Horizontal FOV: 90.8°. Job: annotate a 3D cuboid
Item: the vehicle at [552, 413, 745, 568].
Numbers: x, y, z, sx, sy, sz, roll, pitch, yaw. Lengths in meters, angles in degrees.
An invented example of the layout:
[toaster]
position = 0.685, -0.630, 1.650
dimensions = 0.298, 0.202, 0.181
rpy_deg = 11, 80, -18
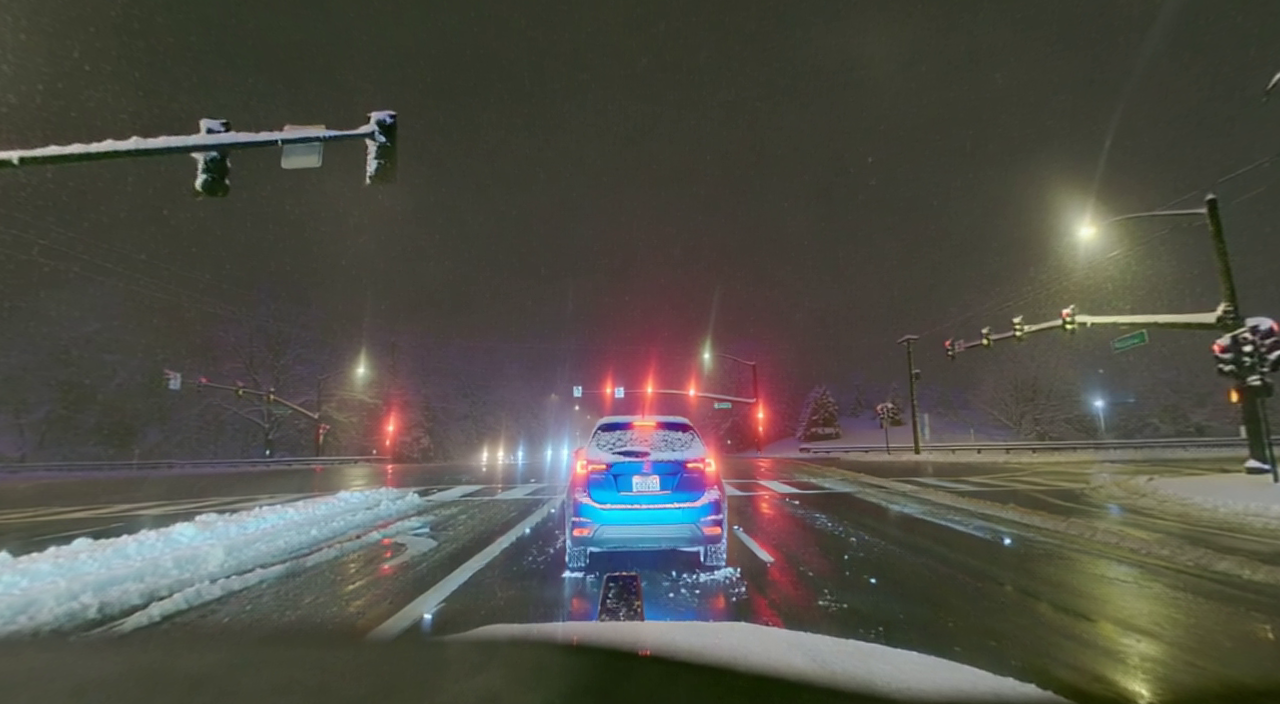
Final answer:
[vehicle]
position = 0.052, 1.756, 8.708
dimensions = 2.027, 1.626, 3.942
rpy_deg = 0, -8, -1
